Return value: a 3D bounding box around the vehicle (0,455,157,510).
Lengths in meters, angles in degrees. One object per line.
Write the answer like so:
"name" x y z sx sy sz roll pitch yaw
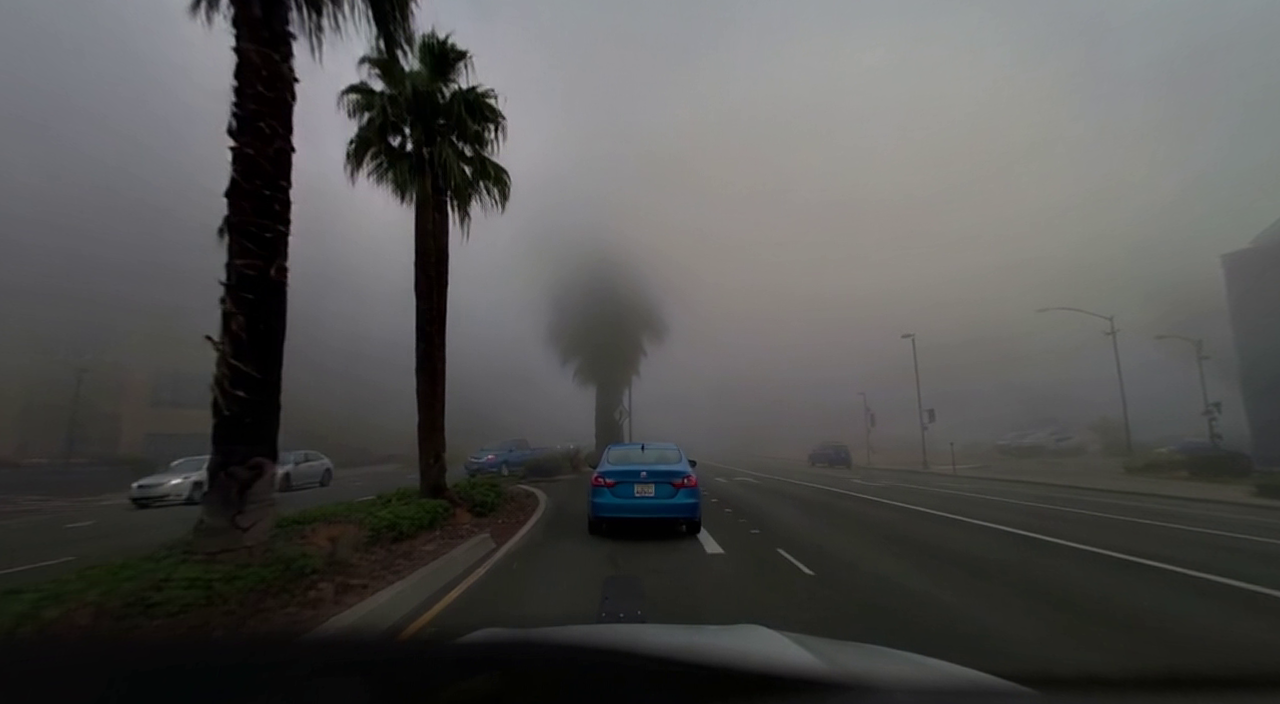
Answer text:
"vehicle" -16.687 3.792 18.746 4.071 1.442 1.948 -4 -9 24

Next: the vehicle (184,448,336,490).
"vehicle" -14.521 4.451 24.284 4.585 1.479 2.088 -1 -9 7

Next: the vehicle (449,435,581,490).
"vehicle" -4.112 3.499 20.367 2.095 1.552 4.457 8 -12 -43

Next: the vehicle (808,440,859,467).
"vehicle" 14.092 7.404 46.391 2.131 1.832 5.203 0 -9 1

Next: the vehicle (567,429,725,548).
"vehicle" -0.008 2.047 10.189 1.986 1.473 4.382 0 -9 -2

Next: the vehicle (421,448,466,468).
"vehicle" -15.254 8.225 49.328 2.099 1.464 4.615 0 -9 -1
